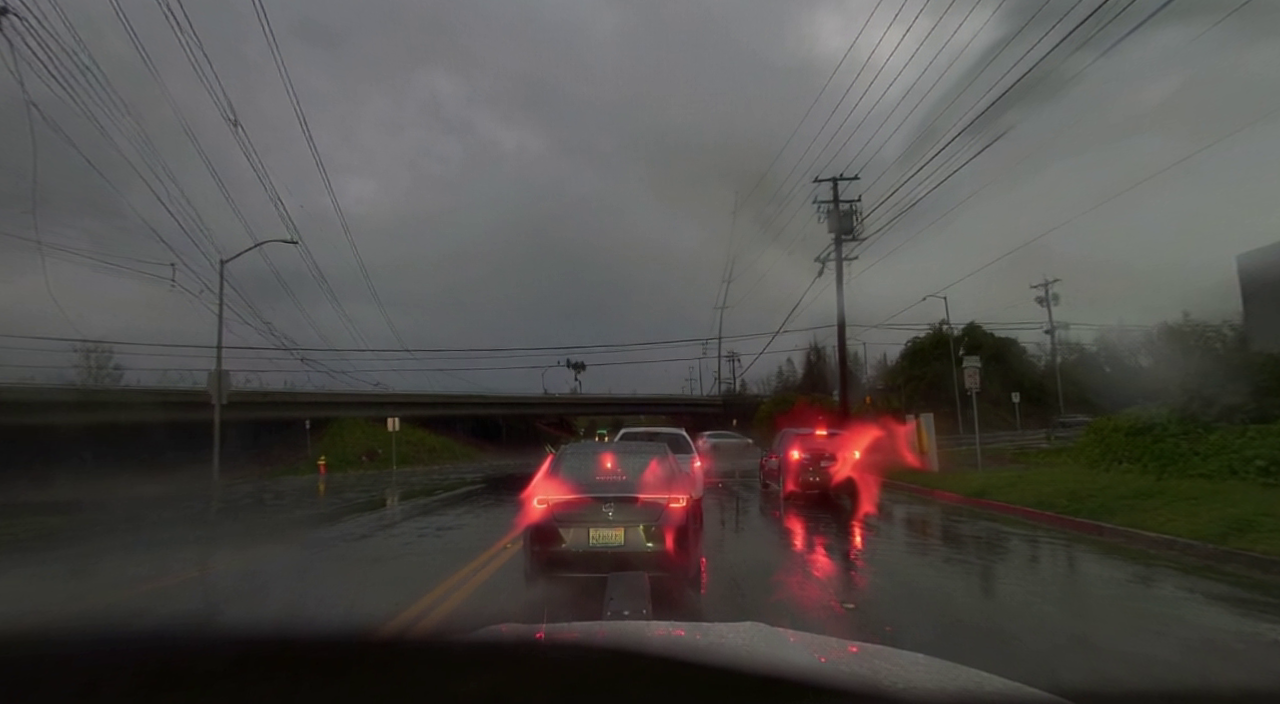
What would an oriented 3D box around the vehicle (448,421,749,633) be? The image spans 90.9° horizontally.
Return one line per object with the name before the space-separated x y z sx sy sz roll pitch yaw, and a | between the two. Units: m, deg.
vehicle | -0.252 1.526 6.467 2.090 1.458 4.033 -1 -9 1
